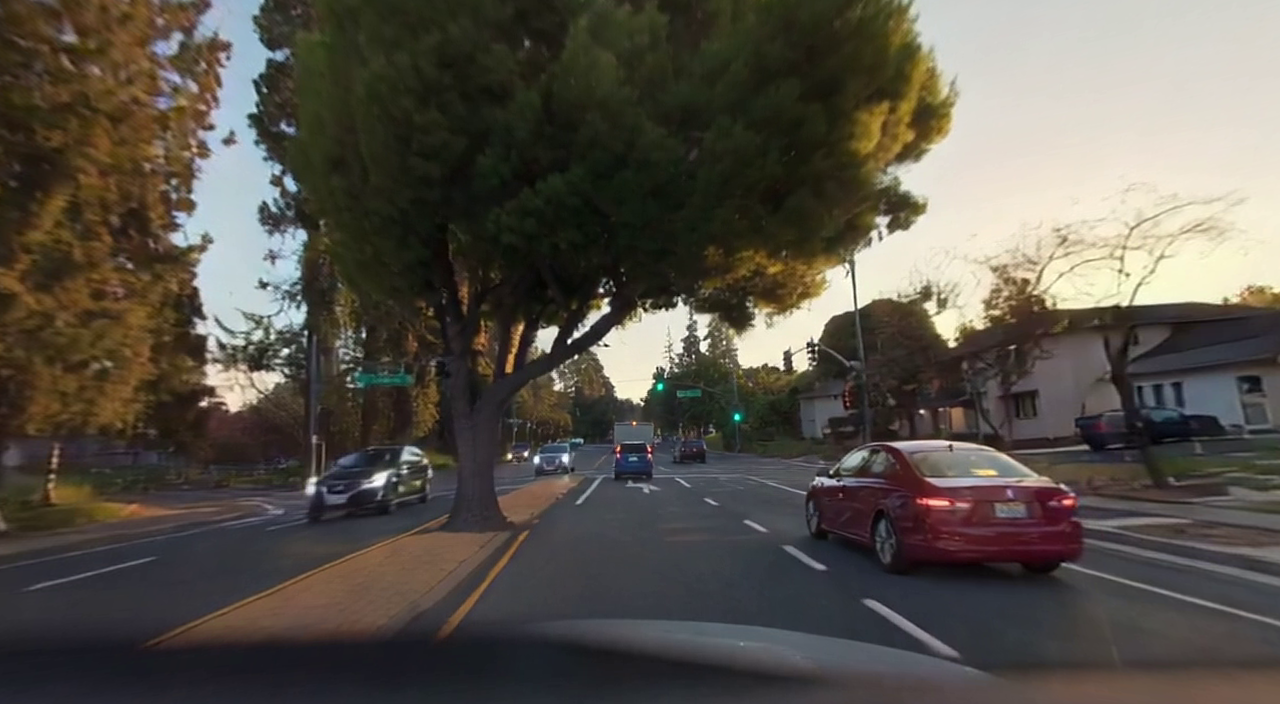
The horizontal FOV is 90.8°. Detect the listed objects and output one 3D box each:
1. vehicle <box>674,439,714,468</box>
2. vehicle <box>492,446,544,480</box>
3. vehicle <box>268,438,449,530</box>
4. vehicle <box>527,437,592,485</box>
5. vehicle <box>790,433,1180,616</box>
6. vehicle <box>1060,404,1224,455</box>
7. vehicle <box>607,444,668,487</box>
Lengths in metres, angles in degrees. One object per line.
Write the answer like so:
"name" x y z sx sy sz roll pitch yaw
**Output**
"vehicle" 3.681 7.019 43.818 2.187 1.847 4.553 0 -8 -2
"vehicle" -6.445 5.907 33.849 2.051 1.663 4.031 0 -8 -1
"vehicle" -6.216 2.938 14.741 2.146 1.768 4.664 0 -8 -1
"vehicle" -3.159 4.409 25.961 2.083 1.741 5.530 0 -8 -1
"vehicle" 3.319 1.715 7.349 1.973 1.447 4.402 0 -8 -1
"vehicle" 18.514 2.971 23.723 2.012 1.690 5.034 0 -8 0
"vehicle" -0.119 4.237 24.004 2.114 1.483 4.207 0 -8 -1
